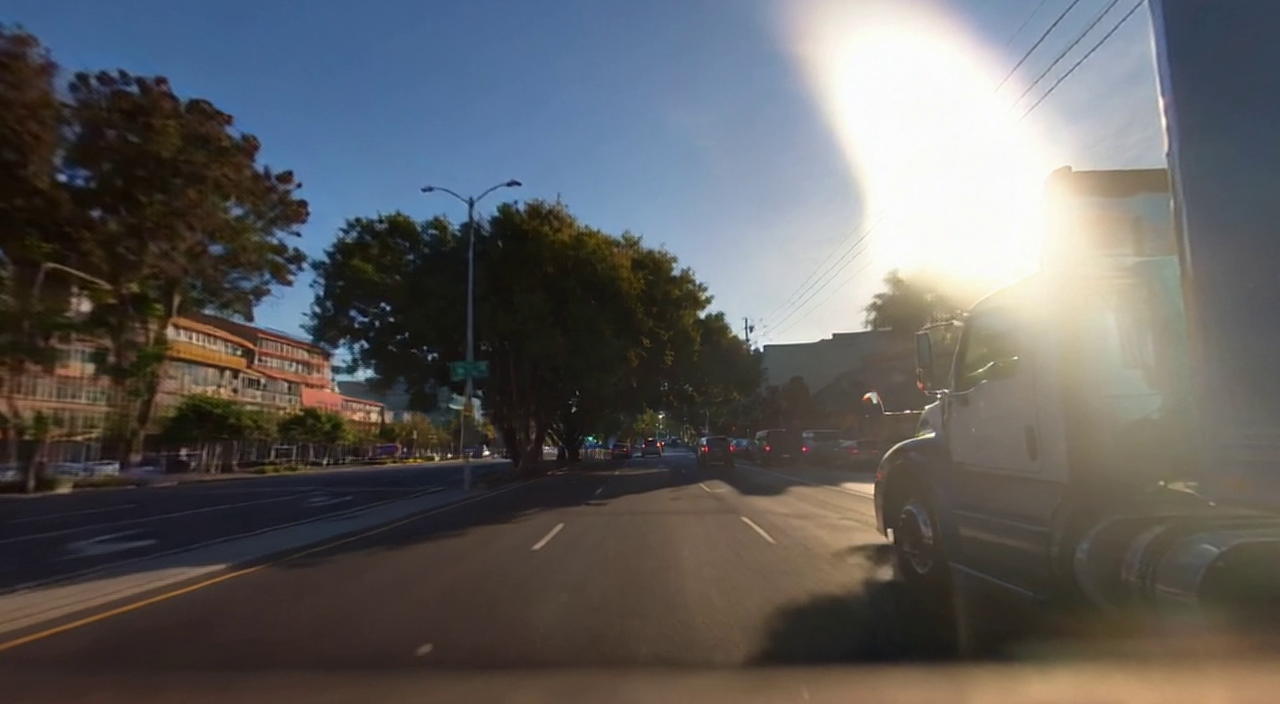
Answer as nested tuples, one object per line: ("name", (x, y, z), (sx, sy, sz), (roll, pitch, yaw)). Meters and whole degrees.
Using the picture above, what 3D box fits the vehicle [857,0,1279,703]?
("vehicle", (3.670, -0.295, 2.215), (3.006, 3.679, 8.506), (-1, -8, 2))

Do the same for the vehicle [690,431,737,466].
("vehicle", (4.232, 5.664, 37.129), (2.196, 1.908, 4.412), (-1, -8, 0))

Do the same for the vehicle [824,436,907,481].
("vehicle", (8.415, 3.971, 23.850), (1.715, 1.529, 3.815), (-1, -8, 0))

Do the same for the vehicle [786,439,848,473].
("vehicle", (8.269, 4.860, 29.741), (1.733, 1.441, 4.073), (-1, -8, 0))

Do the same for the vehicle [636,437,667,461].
("vehicle", (0.938, 7.443, 48.450), (2.276, 1.704, 3.925), (-1, -8, 2))

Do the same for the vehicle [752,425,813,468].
("vehicle", (8.319, 5.576, 37.228), (2.539, 2.328, 4.769), (-1, -8, 1))
